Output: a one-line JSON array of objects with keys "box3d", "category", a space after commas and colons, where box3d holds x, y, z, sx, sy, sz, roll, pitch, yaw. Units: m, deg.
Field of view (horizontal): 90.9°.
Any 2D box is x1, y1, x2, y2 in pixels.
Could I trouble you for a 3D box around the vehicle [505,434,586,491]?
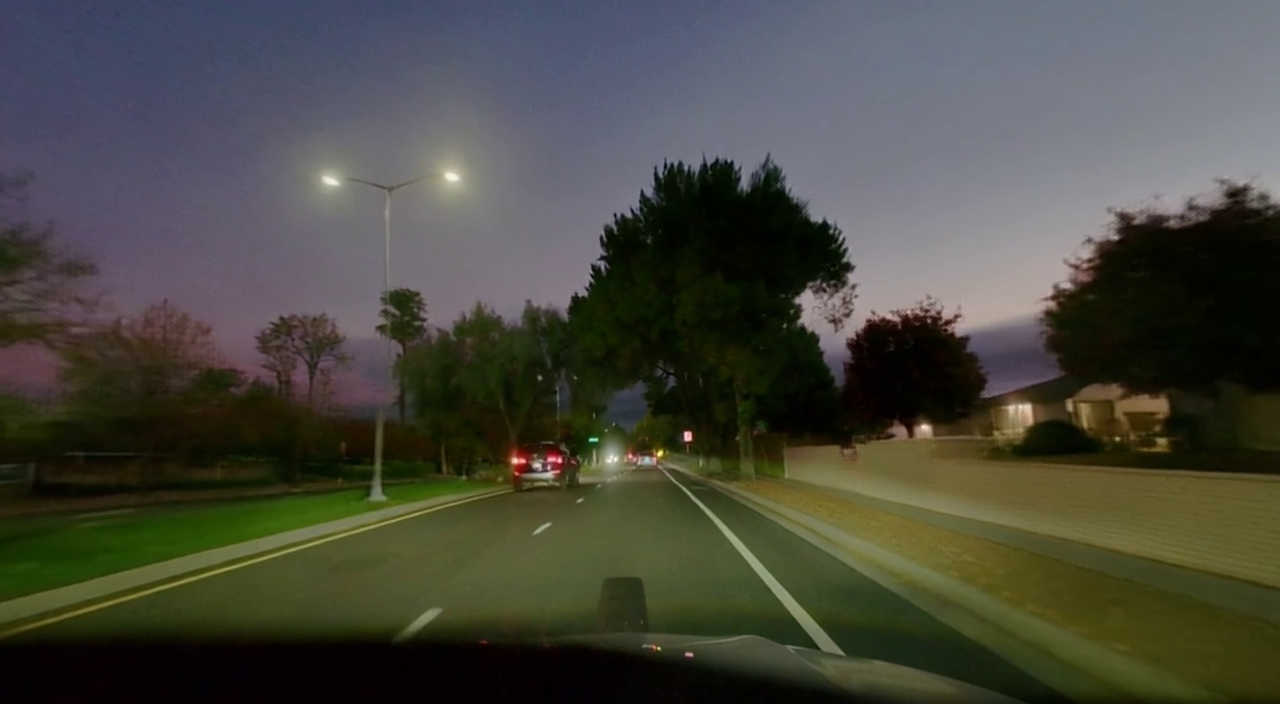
[{"box3d": [-3.174, 3.805, 22.132, 2.073, 1.770, 4.302, 0, -8, 2], "category": "vehicle"}]
